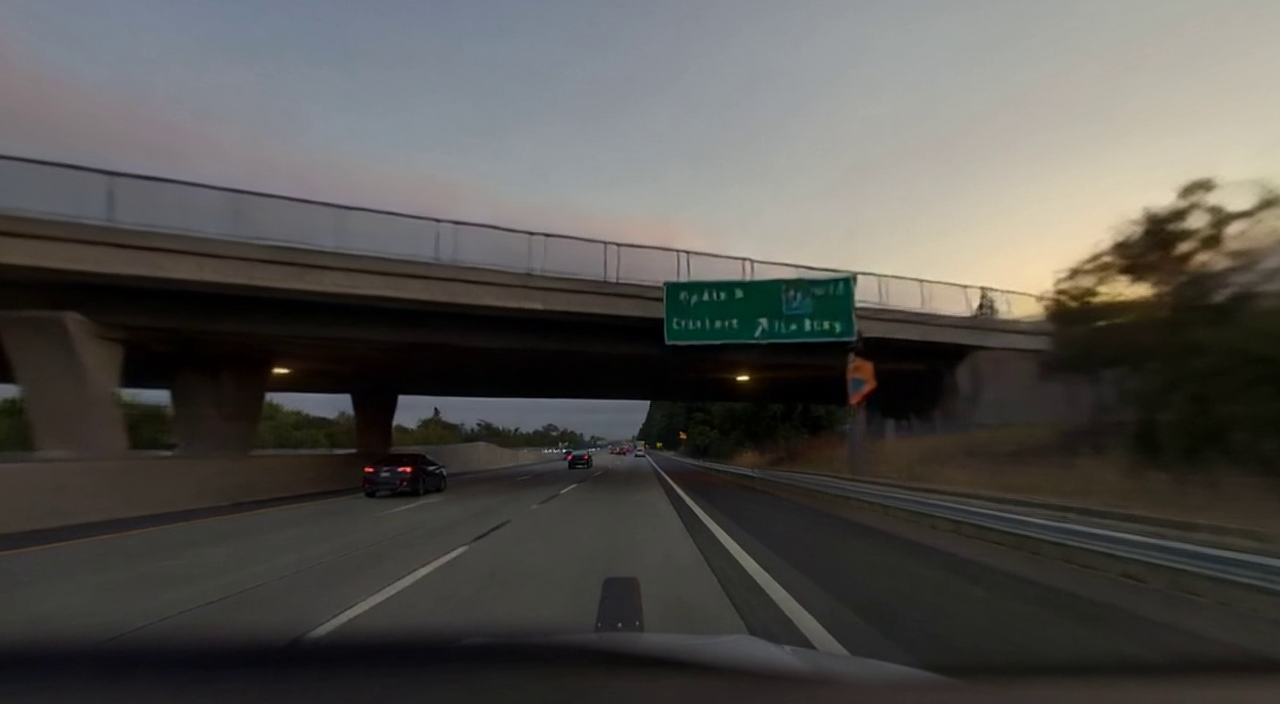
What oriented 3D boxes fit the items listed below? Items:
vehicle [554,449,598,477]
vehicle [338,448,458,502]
[{"bbox_3d":[-3.715,6.544,37.372,2.102,1.571,4.666,0,-9,1],"label":"vehicle"},{"bbox_3d":[-7.653,3.907,20.481,2.002,1.507,4.631,0,-9,1],"label":"vehicle"}]
